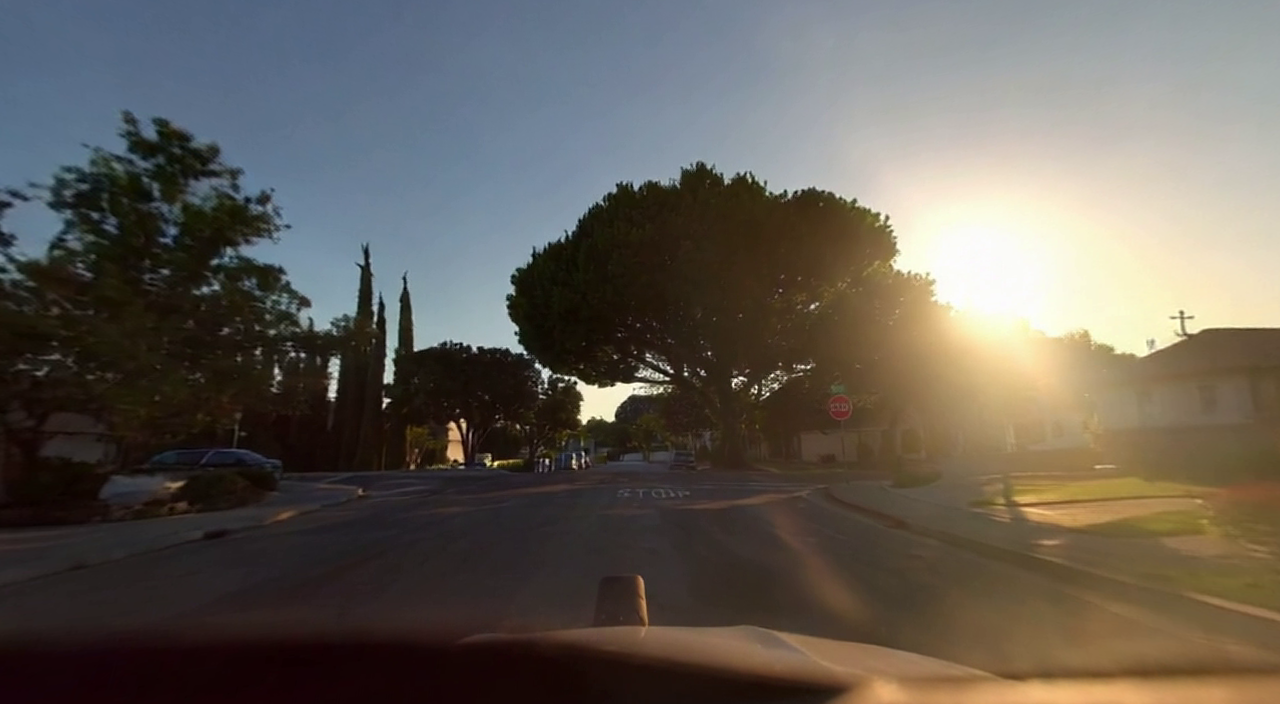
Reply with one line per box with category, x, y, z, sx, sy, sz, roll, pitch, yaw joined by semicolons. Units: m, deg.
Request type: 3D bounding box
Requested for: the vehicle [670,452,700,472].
vehicle;3.434;8.541;49.129;2.046;1.465;3.940;0;-9;0
